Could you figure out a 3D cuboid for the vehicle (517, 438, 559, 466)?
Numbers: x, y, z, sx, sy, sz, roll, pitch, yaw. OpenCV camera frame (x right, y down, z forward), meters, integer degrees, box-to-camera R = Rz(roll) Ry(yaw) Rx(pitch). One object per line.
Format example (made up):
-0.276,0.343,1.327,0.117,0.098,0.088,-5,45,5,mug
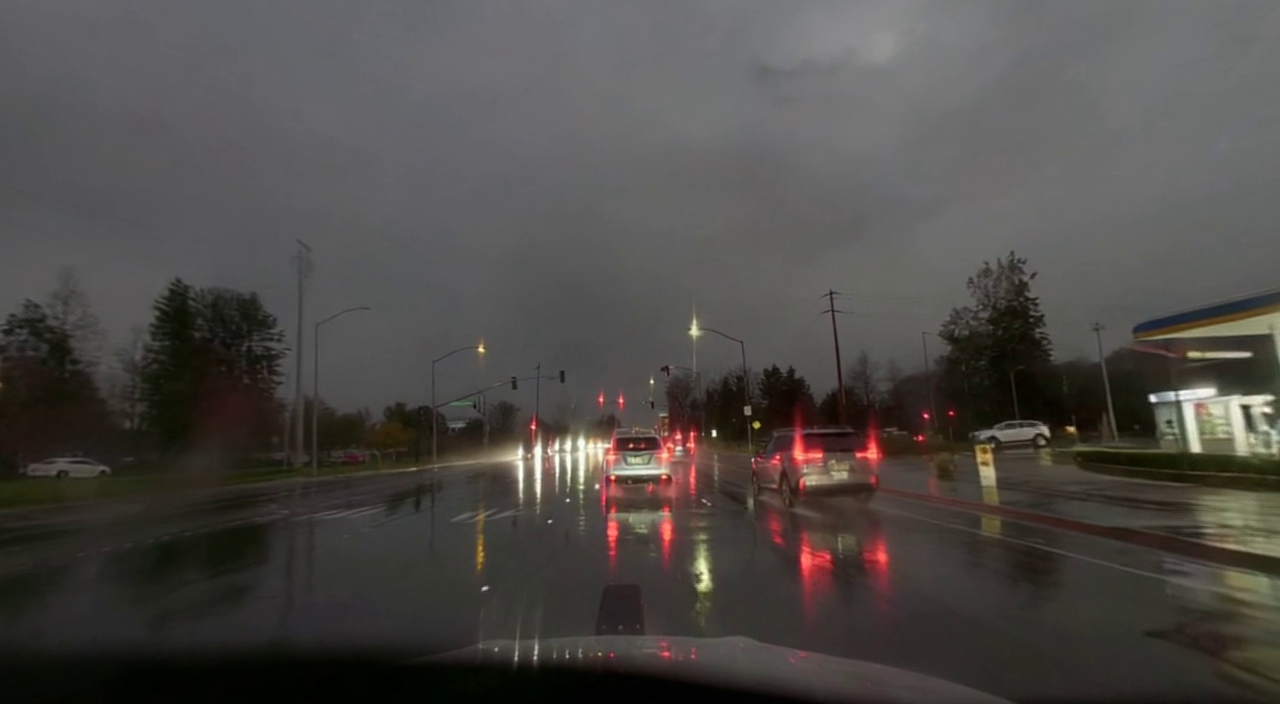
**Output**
-6.610,6.495,41.322,1.994,1.695,4.471,0,-8,0,vehicle

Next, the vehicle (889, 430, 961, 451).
22.068,6.889,49.034,4.691,1.607,1.905,0,-8,-3,vehicle

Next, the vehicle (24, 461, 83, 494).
-30.599,6.519,33.081,1.948,1.452,4.370,7,-11,-39,vehicle

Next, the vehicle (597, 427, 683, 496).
-0.084,3.046,17.916,2.164,1.718,3.881,0,-8,-2,vehicle

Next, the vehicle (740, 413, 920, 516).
3.775,2.359,13.759,2.116,1.791,5.006,0,-8,-3,vehicle

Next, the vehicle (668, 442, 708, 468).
2.545,5.555,34.205,1.822,1.331,3.583,0,-8,-1,vehicle

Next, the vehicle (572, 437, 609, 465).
-3.209,6.529,41.944,2.155,1.745,4.248,0,-8,0,vehicle
